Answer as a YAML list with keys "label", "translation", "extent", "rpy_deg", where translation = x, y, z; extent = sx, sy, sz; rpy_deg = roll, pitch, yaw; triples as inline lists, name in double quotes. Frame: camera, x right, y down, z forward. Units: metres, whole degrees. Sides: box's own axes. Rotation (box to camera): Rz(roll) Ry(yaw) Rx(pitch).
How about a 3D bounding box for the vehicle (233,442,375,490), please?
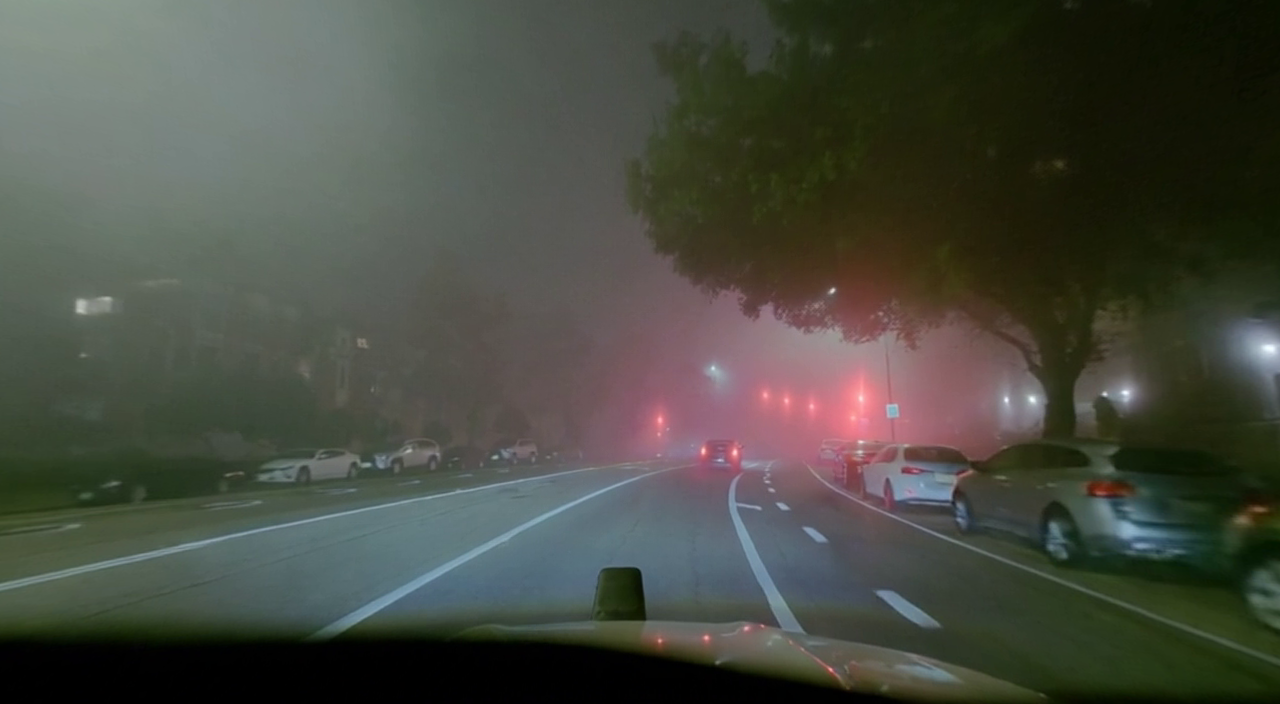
- label: "vehicle"
  translation: [-11.449, 3.875, 21.987]
  extent: [1.880, 1.450, 4.627]
  rpy_deg: [-1, -8, 9]

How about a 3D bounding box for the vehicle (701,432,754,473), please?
- label: "vehicle"
  translation: [4.046, 4.507, 28.535]
  extent: [1.852, 1.680, 4.488]
  rpy_deg: [-2, -9, 14]

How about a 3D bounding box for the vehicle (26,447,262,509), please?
- label: "vehicle"
  translation: [-12.258, 3.101, 16.154]
  extent: [1.893, 1.310, 4.719]
  rpy_deg: [-1, -8, 6]

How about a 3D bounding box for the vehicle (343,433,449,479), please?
- label: "vehicle"
  translation: [-10.291, 4.428, 27.141]
  extent: [1.977, 1.761, 4.990]
  rpy_deg: [-1, -8, 8]

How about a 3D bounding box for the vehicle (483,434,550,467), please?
- label: "vehicle"
  translation: [-7.387, 5.996, 38.486]
  extent: [2.115, 1.853, 4.745]
  rpy_deg: [-2, -9, 15]

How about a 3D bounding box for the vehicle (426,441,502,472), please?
- label: "vehicle"
  translation: [-9.015, 5.385, 32.796]
  extent: [1.809, 1.469, 4.485]
  rpy_deg: [-2, -8, 13]

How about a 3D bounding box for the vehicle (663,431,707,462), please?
- label: "vehicle"
  translation: [2.883, 5.918, 39.557]
  extent: [1.877, 1.827, 4.298]
  rpy_deg: [-2, -9, 16]

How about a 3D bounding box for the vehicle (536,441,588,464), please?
- label: "vehicle"
  translation: [-5.396, 7.006, 44.246]
  extent: [1.782, 1.472, 4.744]
  rpy_deg: [-3, -9, 18]

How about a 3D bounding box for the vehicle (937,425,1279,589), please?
- label: "vehicle"
  translation: [5.544, 1.765, 8.034]
  extent: [1.841, 1.545, 3.813]
  rpy_deg: [0, -8, 4]
